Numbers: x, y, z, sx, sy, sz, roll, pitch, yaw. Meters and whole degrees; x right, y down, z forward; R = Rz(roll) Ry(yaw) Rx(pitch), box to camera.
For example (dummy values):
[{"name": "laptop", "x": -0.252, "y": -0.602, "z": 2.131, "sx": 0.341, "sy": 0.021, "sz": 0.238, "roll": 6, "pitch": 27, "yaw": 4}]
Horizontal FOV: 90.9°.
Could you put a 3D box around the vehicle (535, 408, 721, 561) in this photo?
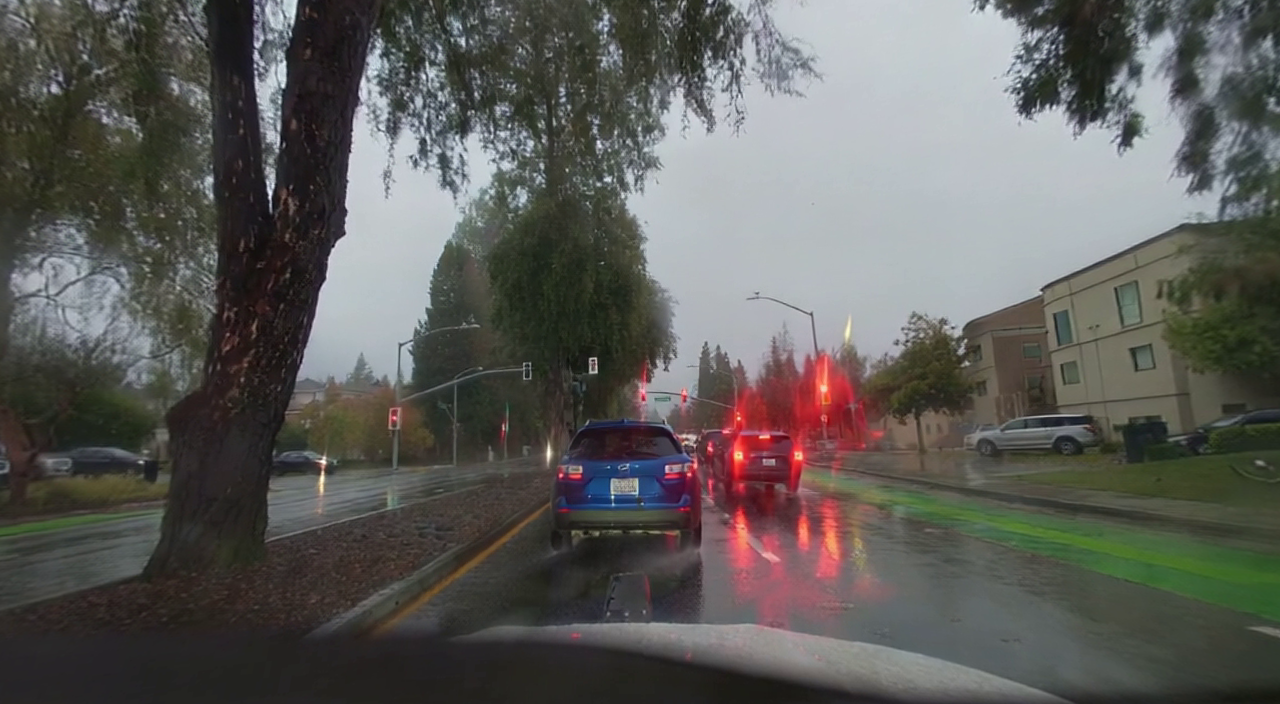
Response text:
[{"name": "vehicle", "x": -0.126, "y": 1.802, "z": 9.226, "sx": 2.109, "sy": 1.730, "sz": 3.963, "roll": 0, "pitch": -8, "yaw": 0}]

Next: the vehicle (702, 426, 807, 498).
[{"name": "vehicle", "x": 3.161, "y": 3.167, "z": 18.469, "sx": 2.189, "sy": 1.815, "sz": 4.495, "roll": 0, "pitch": -8, "yaw": -1}]
